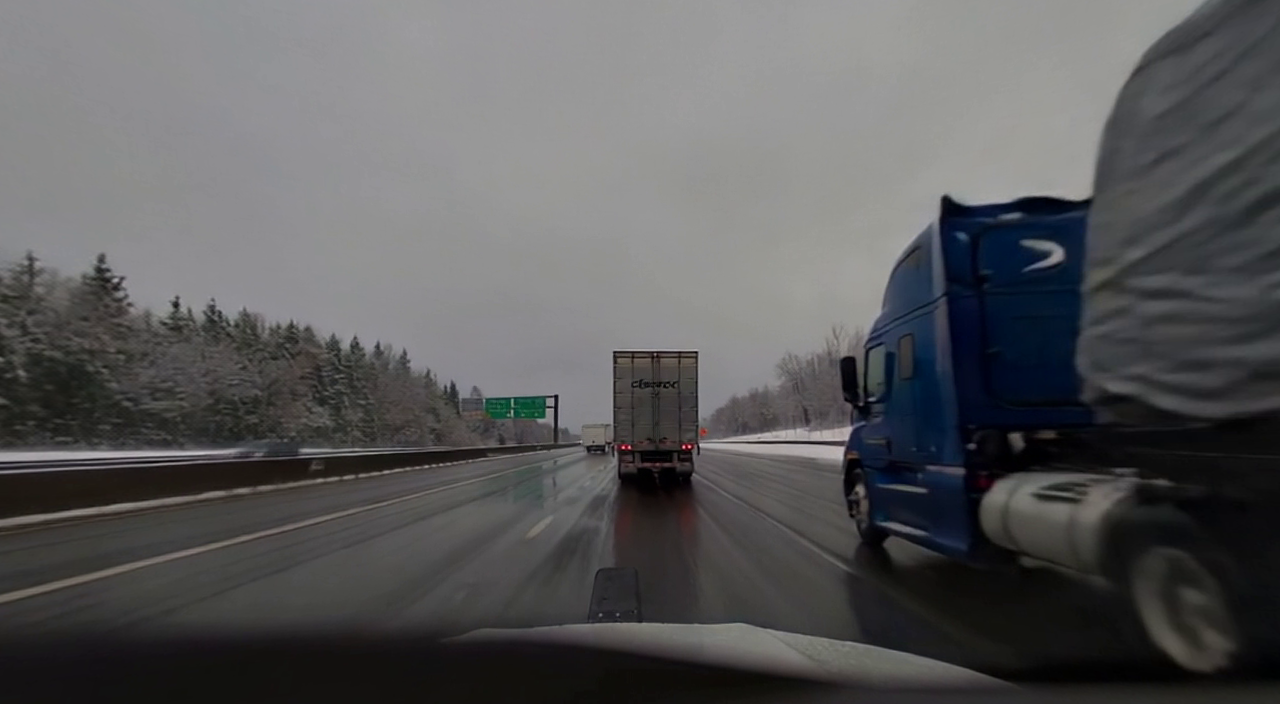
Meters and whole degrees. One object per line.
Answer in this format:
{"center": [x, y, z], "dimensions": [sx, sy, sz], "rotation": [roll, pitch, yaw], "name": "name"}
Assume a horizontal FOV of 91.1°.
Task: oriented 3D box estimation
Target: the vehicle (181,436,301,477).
{"center": [-16.735, 4.373, 26.668], "dimensions": [2.327, 1.597, 4.211], "rotation": [0, -8, 0], "name": "vehicle"}

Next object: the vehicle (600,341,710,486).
{"center": [0.362, 2.290, 21.861], "dimensions": [2.920, 3.860, 10.035], "rotation": [0, -8, 0], "name": "vehicle"}
